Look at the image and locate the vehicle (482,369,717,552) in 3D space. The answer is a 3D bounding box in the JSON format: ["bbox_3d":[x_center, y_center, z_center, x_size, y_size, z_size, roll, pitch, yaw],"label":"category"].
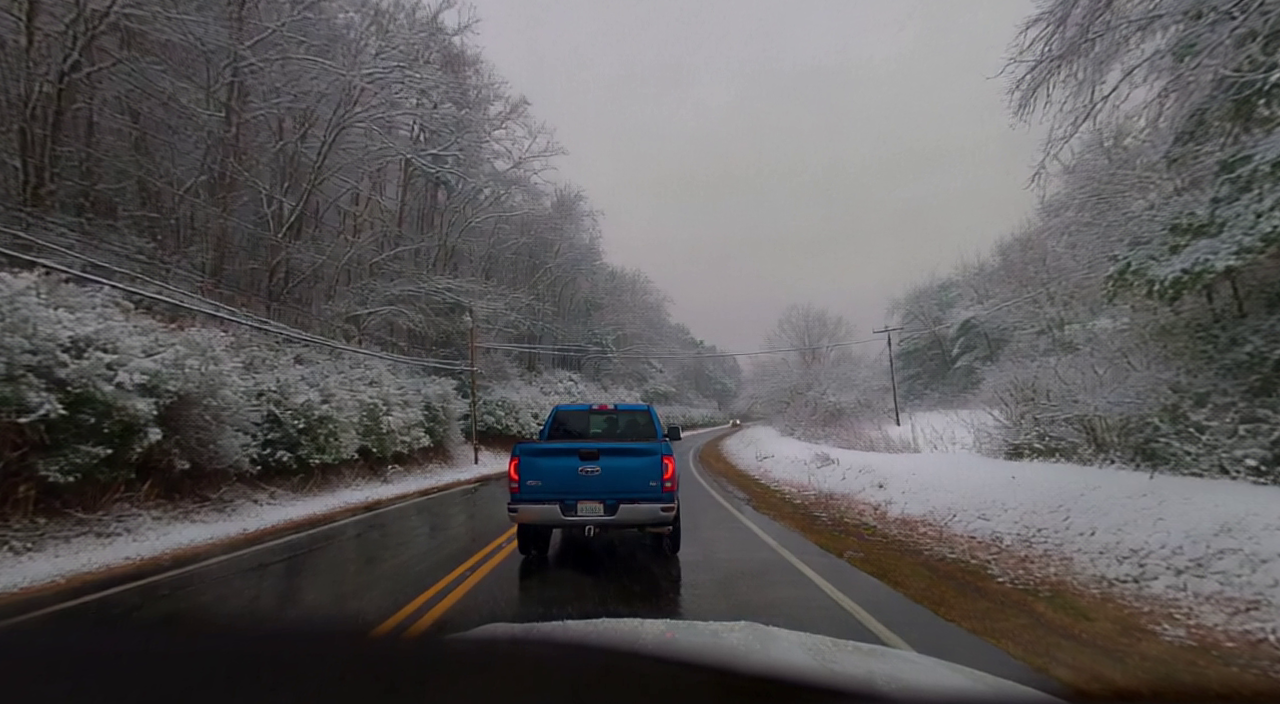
[{"bbox_3d":[-0.533,1.748,10.720,2.837,2.223,5.885,0,-8,-1],"label":"vehicle"}]
